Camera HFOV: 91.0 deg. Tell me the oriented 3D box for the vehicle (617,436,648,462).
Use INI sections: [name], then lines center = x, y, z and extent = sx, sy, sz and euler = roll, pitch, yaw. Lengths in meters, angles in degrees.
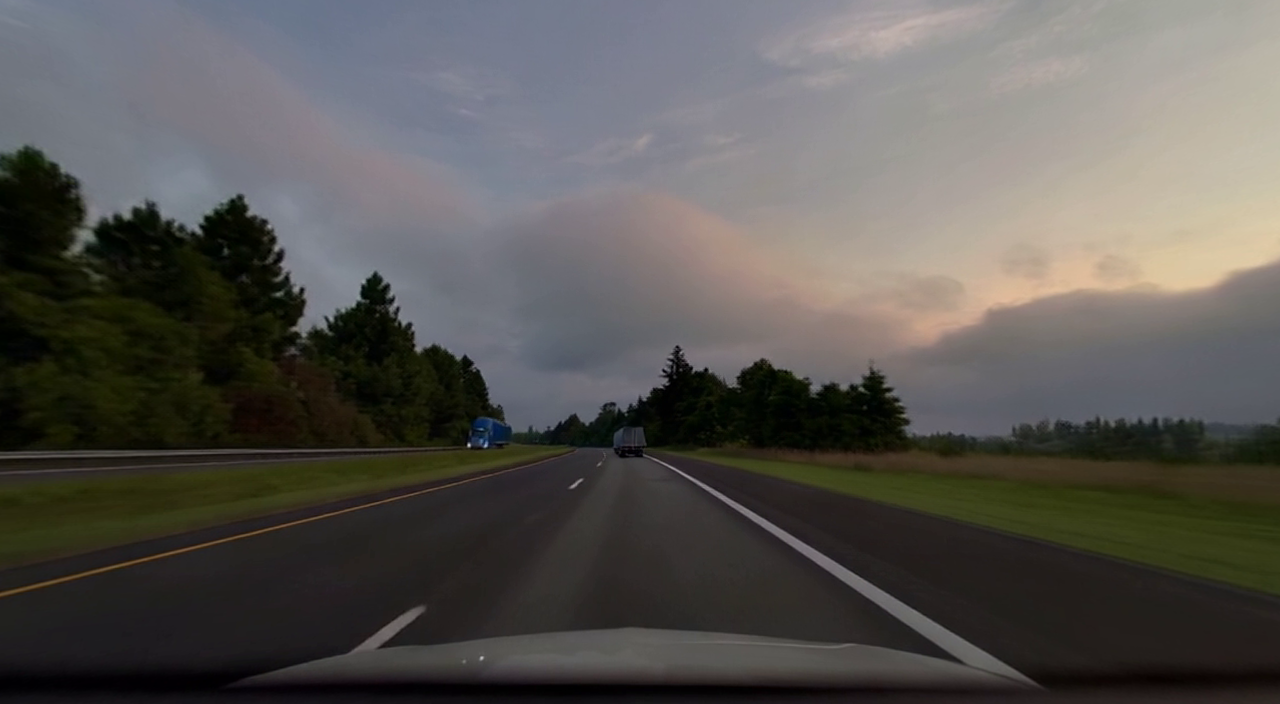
[vehicle]
center = -0.596, 6.948, 45.096
extent = 2.079, 1.729, 4.380
euler = 0, -8, -3
